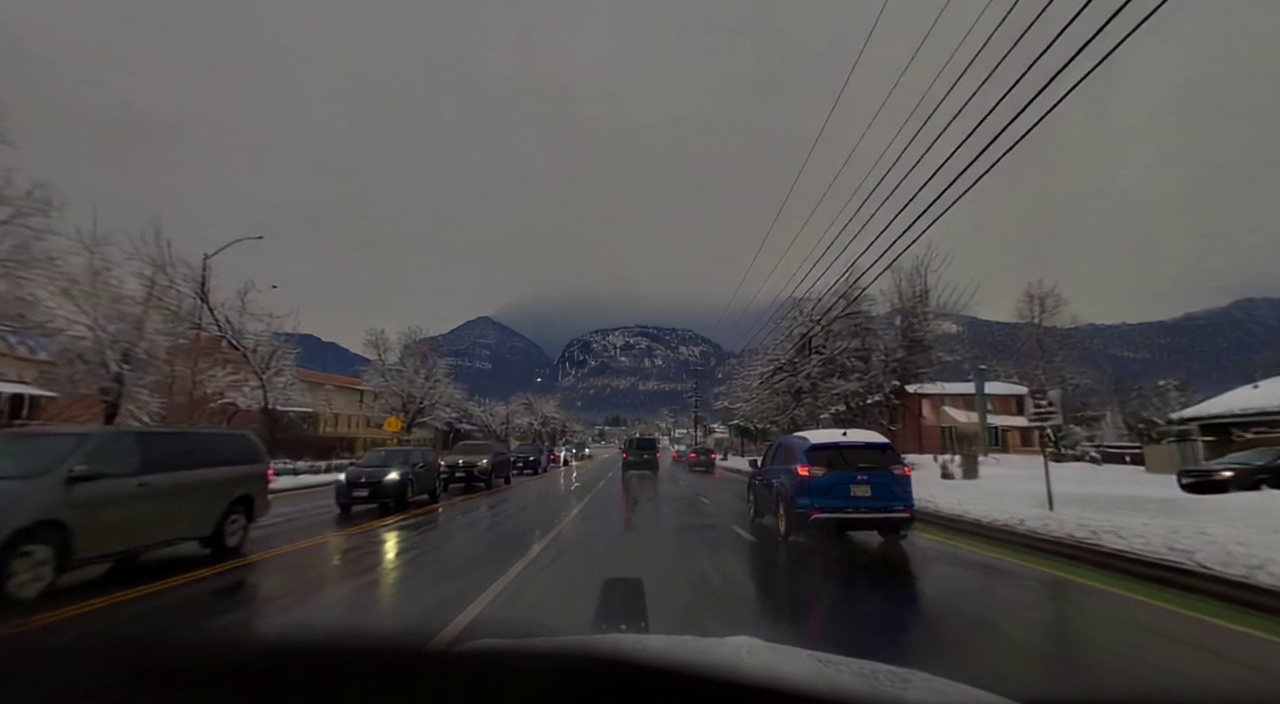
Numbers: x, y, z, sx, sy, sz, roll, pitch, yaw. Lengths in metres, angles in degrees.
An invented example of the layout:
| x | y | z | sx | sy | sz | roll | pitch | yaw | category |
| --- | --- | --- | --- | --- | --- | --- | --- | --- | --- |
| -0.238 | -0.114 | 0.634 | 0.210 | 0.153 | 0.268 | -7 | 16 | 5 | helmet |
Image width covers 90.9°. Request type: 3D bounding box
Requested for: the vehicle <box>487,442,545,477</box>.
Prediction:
| x | y | z | sx | sy | sz | roll | pitch | yaw | category |
| --- | --- | --- | --- | --- | --- | --- | --- | --- | --- |
| -6.407 | 5.610 | 33.117 | 2.095 | 1.695 | 4.431 | 0 | -8 | 0 | vehicle |

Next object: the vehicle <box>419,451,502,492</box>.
| x | y | z | sx | sy | sz | roll | pitch | yaw | category |
| --- | --- | --- | --- | --- | --- | --- | --- | --- | --- |
| -6.463 | 4.326 | 23.152 | 1.770 | 1.305 | 4.258 | 0 | -8 | 1 | vehicle |

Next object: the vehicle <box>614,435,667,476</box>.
| x | y | z | sx | sy | sz | roll | pitch | yaw | category |
| --- | --- | --- | --- | --- | --- | --- | --- | --- | --- |
| 0.021 | 5.529 | 33.854 | 2.636 | 2.011 | 5.130 | 0 | -8 | 0 | vehicle |

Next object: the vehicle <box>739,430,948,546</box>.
| x | y | z | sx | sy | sz | roll | pitch | yaw | category |
| --- | --- | --- | --- | --- | --- | --- | --- | --- | --- |
| 3.320 | 2.313 | 11.533 | 2.155 | 1.658 | 4.721 | 0 | -8 | -1 | vehicle |

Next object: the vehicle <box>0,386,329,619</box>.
| x | y | z | sx | sy | sz | roll | pitch | yaw | category |
| --- | --- | --- | --- | --- | --- | --- | --- | --- | --- |
| -6.221 | 1.611 | 7.718 | 1.993 | 1.884 | 5.481 | 0 | -8 | 0 | vehicle |

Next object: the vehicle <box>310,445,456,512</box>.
| x | y | z | sx | sy | sz | roll | pitch | yaw | category |
| --- | --- | --- | --- | --- | --- | --- | --- | --- | --- |
| -6.437 | 3.171 | 16.478 | 1.891 | 1.479 | 4.624 | 0 | -8 | 0 | vehicle |

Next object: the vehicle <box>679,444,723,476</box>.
| x | y | z | sx | sy | sz | roll | pitch | yaw | category |
| --- | --- | --- | --- | --- | --- | --- | --- | --- | --- |
| 3.364 | 6.014 | 35.416 | 1.957 | 1.646 | 4.355 | 0 | -8 | -1 | vehicle |

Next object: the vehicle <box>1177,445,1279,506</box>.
| x | y | z | sx | sy | sz | roll | pitch | yaw | category |
| --- | --- | --- | --- | --- | --- | --- | --- | --- | --- |
| 17.202 | 3.189 | 16.368 | 4.656 | 1.461 | 1.955 | 0 | -9 | 1 | vehicle |
